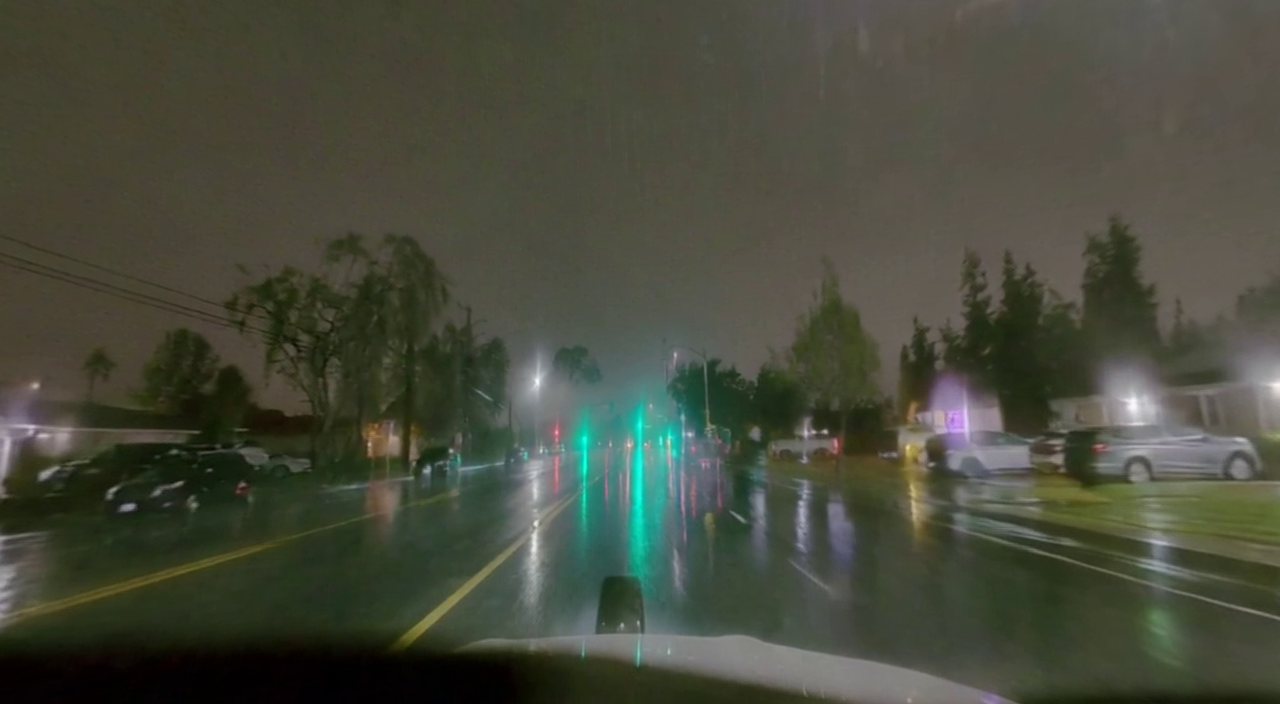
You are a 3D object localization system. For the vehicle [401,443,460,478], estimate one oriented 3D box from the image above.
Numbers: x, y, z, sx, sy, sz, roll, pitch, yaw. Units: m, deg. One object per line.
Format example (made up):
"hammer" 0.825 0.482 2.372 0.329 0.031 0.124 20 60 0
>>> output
"vehicle" -11.912 6.174 36.232 1.954 1.828 4.466 0 -8 -2

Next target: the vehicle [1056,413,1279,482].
"vehicle" 12.644 2.249 14.973 4.183 1.516 1.884 0 -8 2

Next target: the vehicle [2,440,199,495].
"vehicle" -18.724 4.011 22.148 4.837 1.808 2.176 0 -8 -1

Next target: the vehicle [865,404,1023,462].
"vehicle" 12.899 3.482 27.090 5.472 2.340 2.418 0 -8 -2

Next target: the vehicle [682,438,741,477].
"vehicle" 3.036 4.576 27.601 1.983 1.557 4.078 0 -8 -1

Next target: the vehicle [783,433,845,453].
"vehicle" 13.435 7.048 48.916 4.162 1.544 1.812 1 -8 -4

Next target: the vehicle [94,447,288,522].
"vehicle" -11.840 3.458 17.194 1.822 1.699 4.791 0 -8 -2
